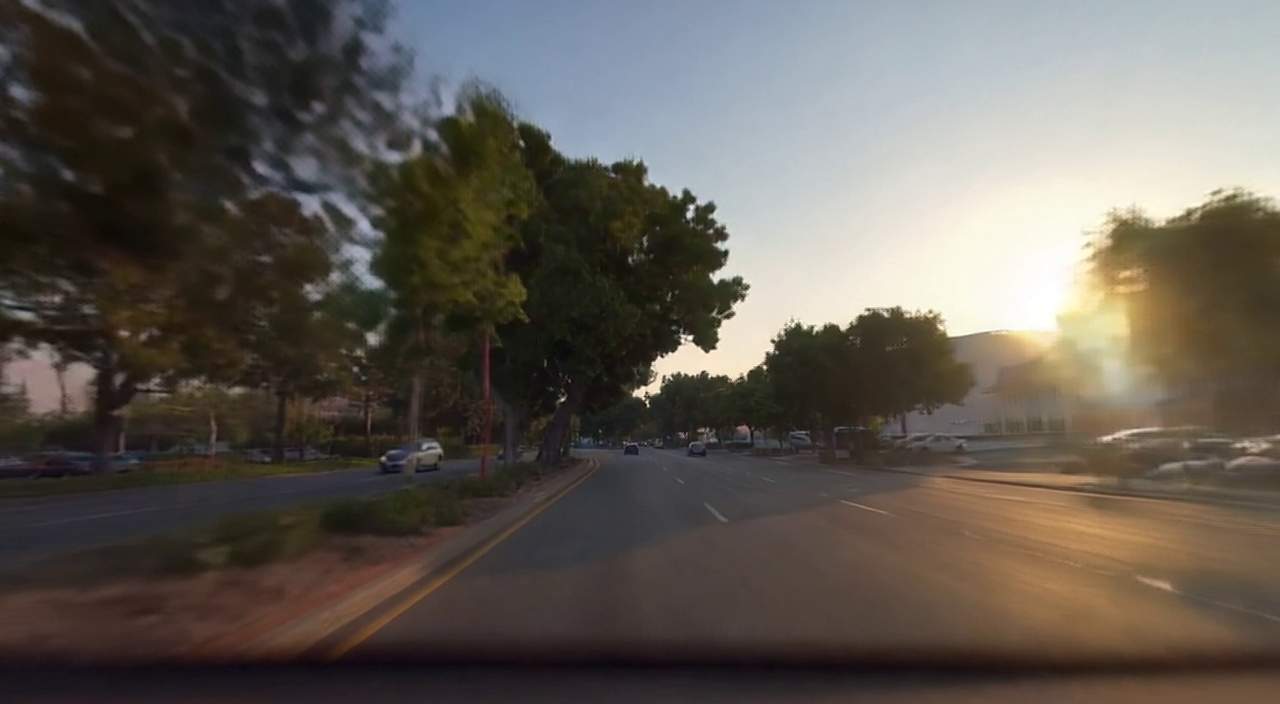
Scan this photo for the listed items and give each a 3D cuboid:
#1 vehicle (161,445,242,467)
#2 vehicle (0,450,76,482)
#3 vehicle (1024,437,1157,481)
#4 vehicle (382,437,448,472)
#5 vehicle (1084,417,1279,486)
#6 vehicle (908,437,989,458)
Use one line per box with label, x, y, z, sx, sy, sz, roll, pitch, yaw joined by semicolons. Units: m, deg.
vehicle;-30.973;7.336;44.715;4.308;1.474;1.917;0;-8;-1
vehicle;-30.639;5.500;30.620;4.742;1.459;1.867;0;-8;-1
vehicle;16.419;3.879;23.369;1.892;1.421;4.556;-2;-8;6
vehicle;-11.952;5.461;33.833;1.985;1.715;4.330;0;-8;-1
vehicle;19.171;3.487;22.613;2.232;2.008;5.812;-3;-8;0
vehicle;22.221;6.891;45.623;4.724;1.471;2.203;0;-8;-1
